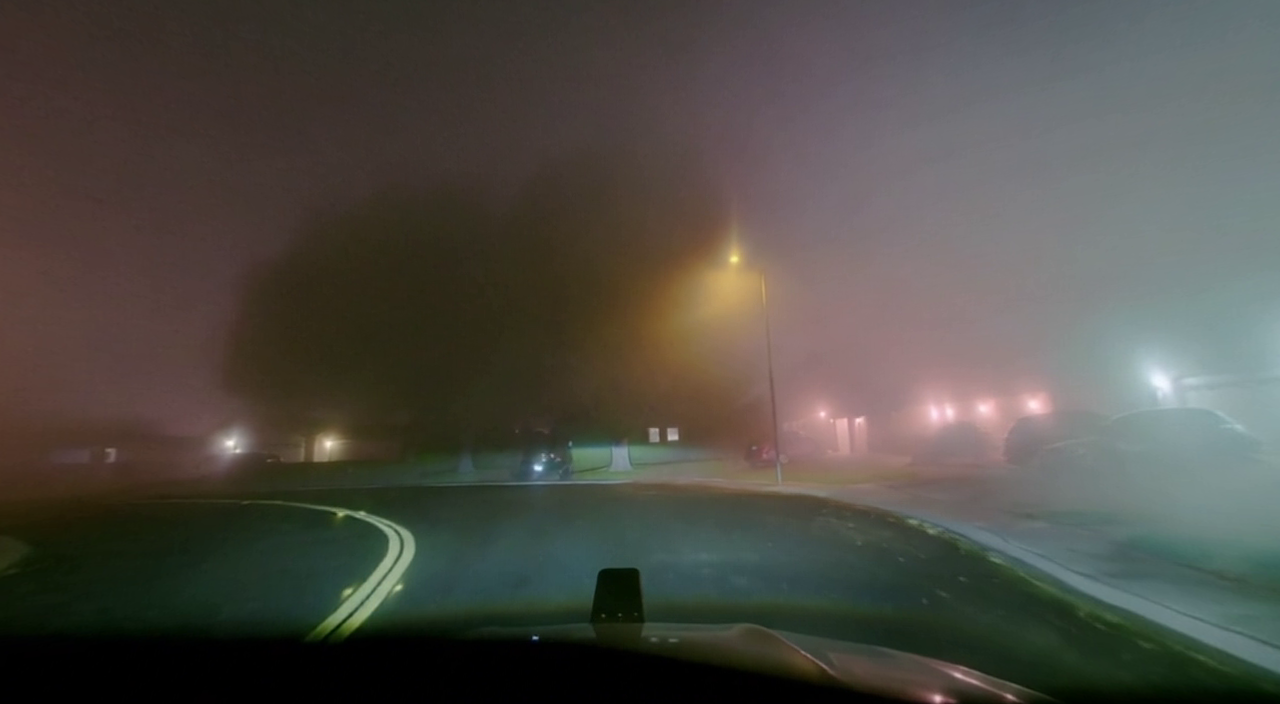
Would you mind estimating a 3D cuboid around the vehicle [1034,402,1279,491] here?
[{"bbox_3d":[11.793,2.127,14.296,4.327,1.573,1.967,-4,-9,0],"label":"vehicle"}]

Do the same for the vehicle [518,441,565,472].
[{"bbox_3d":[-5.443,5.786,35.374,1.819,1.442,4.329,-1,-6,2],"label":"vehicle"}]

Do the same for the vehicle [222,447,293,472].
[{"bbox_3d":[-24.546,6.895,40.747,1.933,1.477,4.361,0,-9,-1],"label":"vehicle"}]

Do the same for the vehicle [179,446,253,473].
[{"bbox_3d":[-27.194,6.898,40.712,2.042,1.633,4.132,0,-9,-3],"label":"vehicle"}]

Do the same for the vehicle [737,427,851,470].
[{"bbox_3d":[7.018,4.347,28.622,4.799,1.451,2.144,0,-7,-32],"label":"vehicle"}]
